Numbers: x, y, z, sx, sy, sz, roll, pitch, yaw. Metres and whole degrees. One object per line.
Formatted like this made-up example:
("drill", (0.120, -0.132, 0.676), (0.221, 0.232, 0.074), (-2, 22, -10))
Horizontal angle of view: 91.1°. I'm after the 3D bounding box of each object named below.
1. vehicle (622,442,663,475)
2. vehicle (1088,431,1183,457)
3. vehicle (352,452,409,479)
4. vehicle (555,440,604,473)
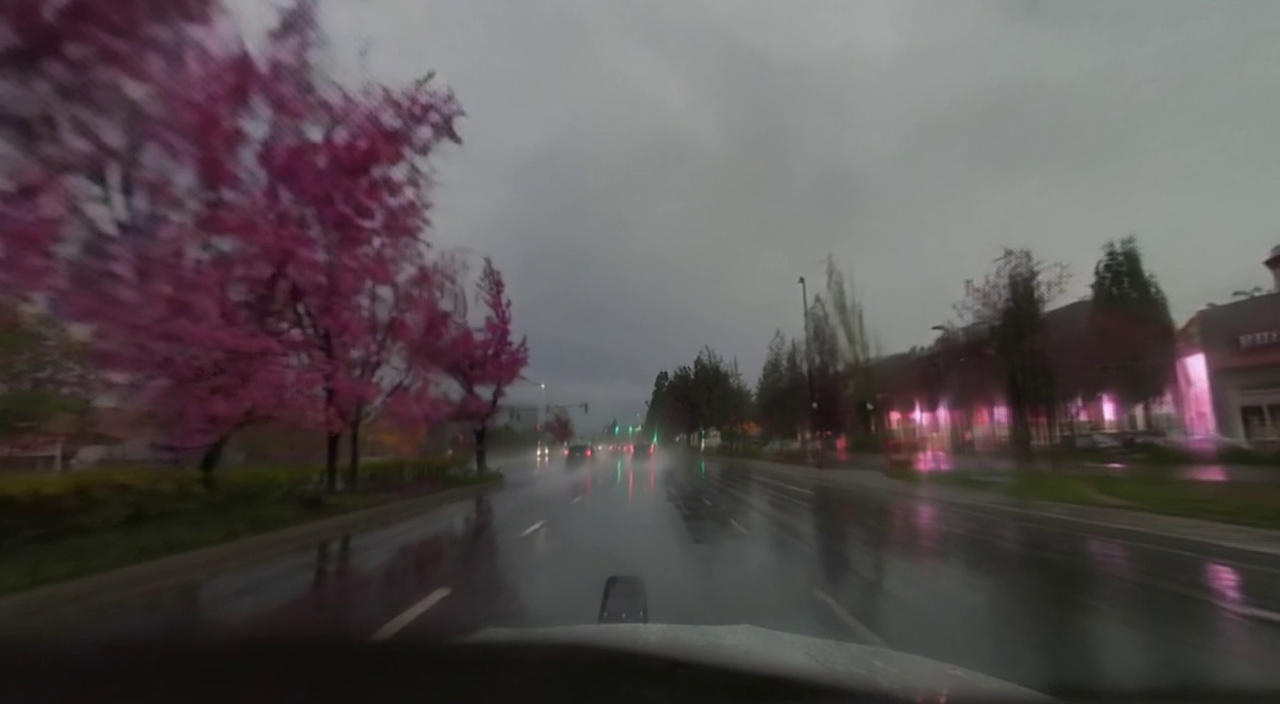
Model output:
("vehicle", (0.146, 5.967, 35.491), (2.149, 1.701, 4.379), (0, -9, 0))
("vehicle", (29.808, 5.569, 37.990), (1.832, 1.421, 4.597), (-1, -8, -2))
("vehicle", (-18.111, 7.910, 44.087), (2.030, 1.750, 4.597), (0, -9, 0))
("vehicle", (-3.551, 6.271, 38.053), (2.453, 1.844, 4.751), (0, -9, 1))
